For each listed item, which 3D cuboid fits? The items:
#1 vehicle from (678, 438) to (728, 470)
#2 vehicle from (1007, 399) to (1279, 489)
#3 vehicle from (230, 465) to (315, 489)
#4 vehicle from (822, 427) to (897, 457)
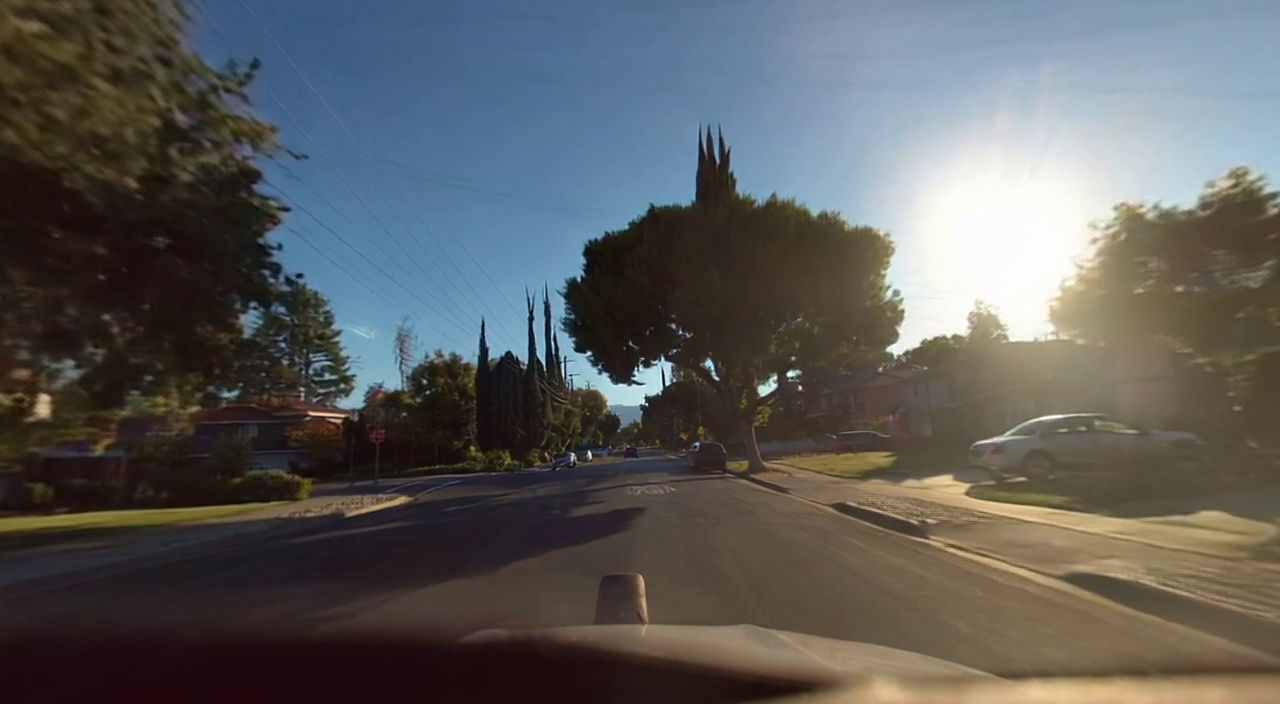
[{"bbox_3d":[3.526,5.804,36.202,2.134,1.720,4.515,0,-8,-3],"label":"vehicle"},{"bbox_3d":[10.991,2.036,13.967,4.382,1.794,2.100,-1,-8,3],"label":"vehicle"},{"bbox_3d":[-24.133,8.220,41.552,4.479,1.475,1.842,-1,-8,2],"label":"vehicle"},{"bbox_3d":[15.044,6.162,43.421,4.283,1.660,2.035,-4,-6,-1],"label":"vehicle"}]
